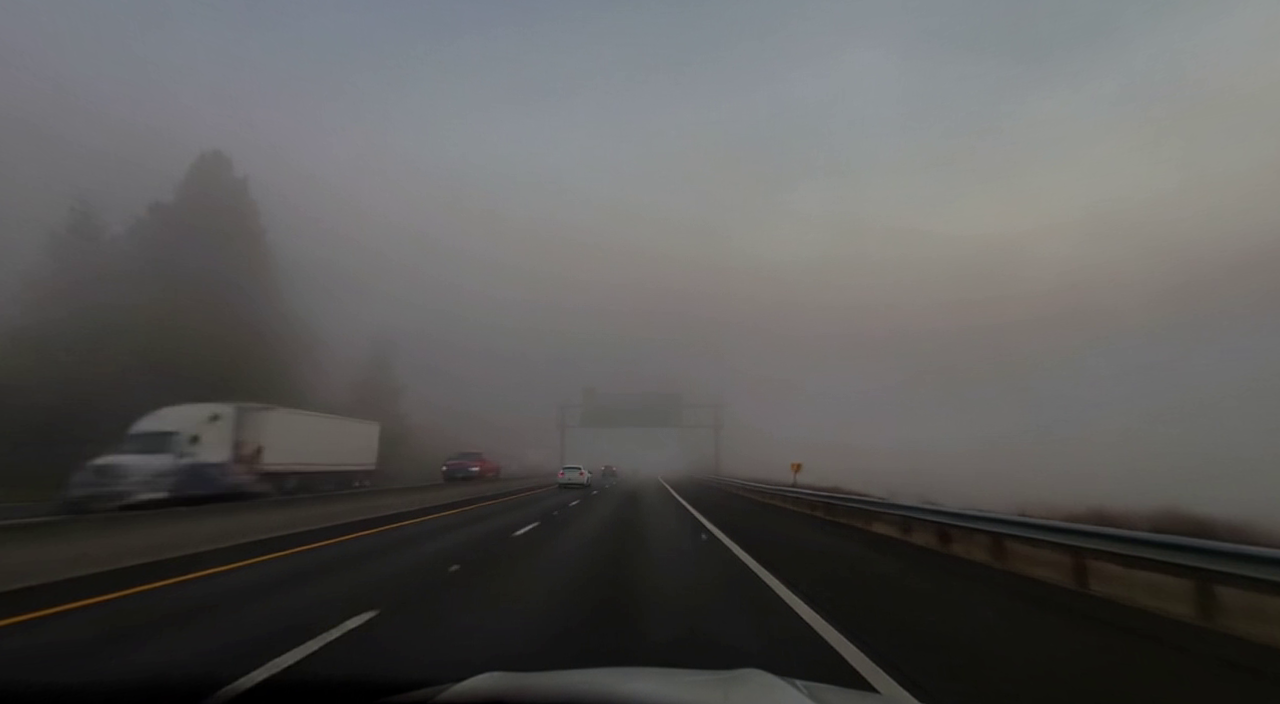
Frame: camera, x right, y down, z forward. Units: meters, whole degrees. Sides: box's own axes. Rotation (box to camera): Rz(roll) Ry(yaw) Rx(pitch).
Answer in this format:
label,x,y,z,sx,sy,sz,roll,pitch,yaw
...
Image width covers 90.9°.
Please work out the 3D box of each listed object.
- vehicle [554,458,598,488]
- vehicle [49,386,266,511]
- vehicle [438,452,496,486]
label,x,y,z,sx,sy,sz,roll,pitch,yaw
vehicle,-3.970,7.689,40.012,2.160,1.721,4.368,1,-10,2
vehicle,-17.232,3.611,23.213,3.027,3.952,5.790,1,-10,1
vehicle,-12.114,8.255,44.514,2.282,2.189,5.633,1,-10,2
